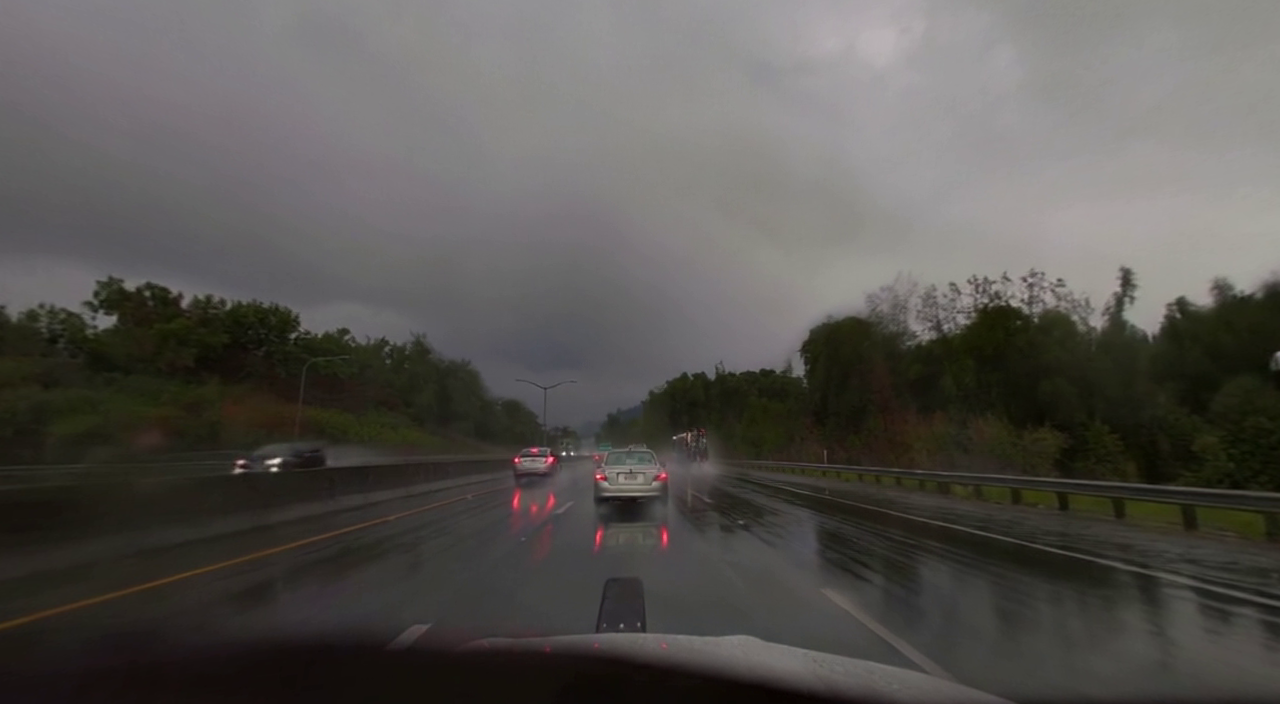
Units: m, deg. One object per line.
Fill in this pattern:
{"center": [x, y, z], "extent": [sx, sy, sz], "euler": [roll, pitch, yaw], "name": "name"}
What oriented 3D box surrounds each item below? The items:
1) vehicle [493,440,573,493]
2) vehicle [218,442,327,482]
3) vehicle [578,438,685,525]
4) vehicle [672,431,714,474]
{"center": [-3.707, 4.074, 22.729], "extent": [1.985, 1.671, 4.604], "euler": [0, -9, 1], "name": "vehicle"}
{"center": [-15.674, 4.720, 27.247], "extent": [1.985, 1.562, 4.522], "euler": [0, -9, 0], "name": "vehicle"}
{"center": [-0.142, 2.673, 13.442], "extent": [1.973, 1.574, 3.426], "euler": [0, -9, 1], "name": "vehicle"}
{"center": [3.452, 6.709, 42.160], "extent": [2.234, 2.679, 5.372], "euler": [0, -9, -1], "name": "vehicle"}
